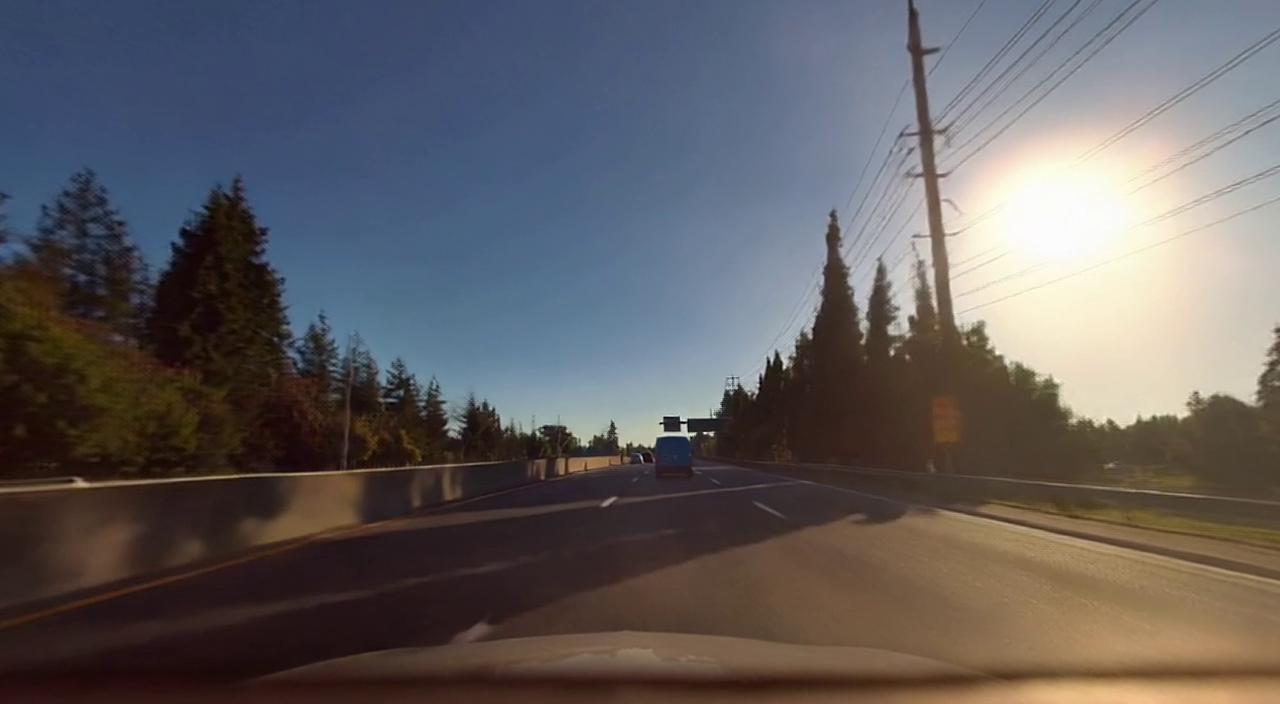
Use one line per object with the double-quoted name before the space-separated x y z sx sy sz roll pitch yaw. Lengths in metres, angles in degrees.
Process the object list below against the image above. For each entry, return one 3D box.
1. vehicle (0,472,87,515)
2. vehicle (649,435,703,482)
"vehicle" -45.277 10.257 45.725 2.829 2.613 7.507 -3 -8 8
"vehicle" 1.650 4.925 29.278 2.261 1.969 5.104 -1 -9 3
